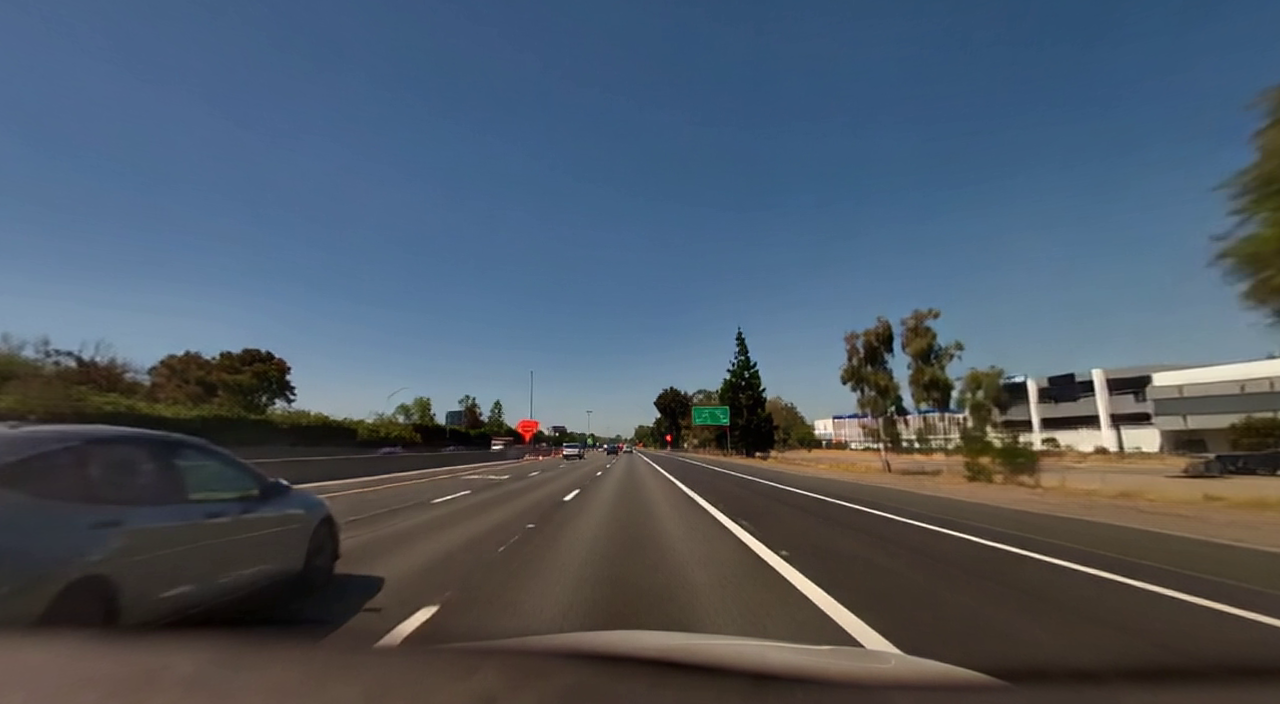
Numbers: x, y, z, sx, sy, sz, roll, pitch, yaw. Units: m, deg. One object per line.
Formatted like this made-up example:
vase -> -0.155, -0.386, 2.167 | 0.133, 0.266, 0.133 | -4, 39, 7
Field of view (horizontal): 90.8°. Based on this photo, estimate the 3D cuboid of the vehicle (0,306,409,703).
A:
vehicle -> -3.056, 0.915, 3.212 | 2.103, 1.715, 4.371 | 0, -9, 0
